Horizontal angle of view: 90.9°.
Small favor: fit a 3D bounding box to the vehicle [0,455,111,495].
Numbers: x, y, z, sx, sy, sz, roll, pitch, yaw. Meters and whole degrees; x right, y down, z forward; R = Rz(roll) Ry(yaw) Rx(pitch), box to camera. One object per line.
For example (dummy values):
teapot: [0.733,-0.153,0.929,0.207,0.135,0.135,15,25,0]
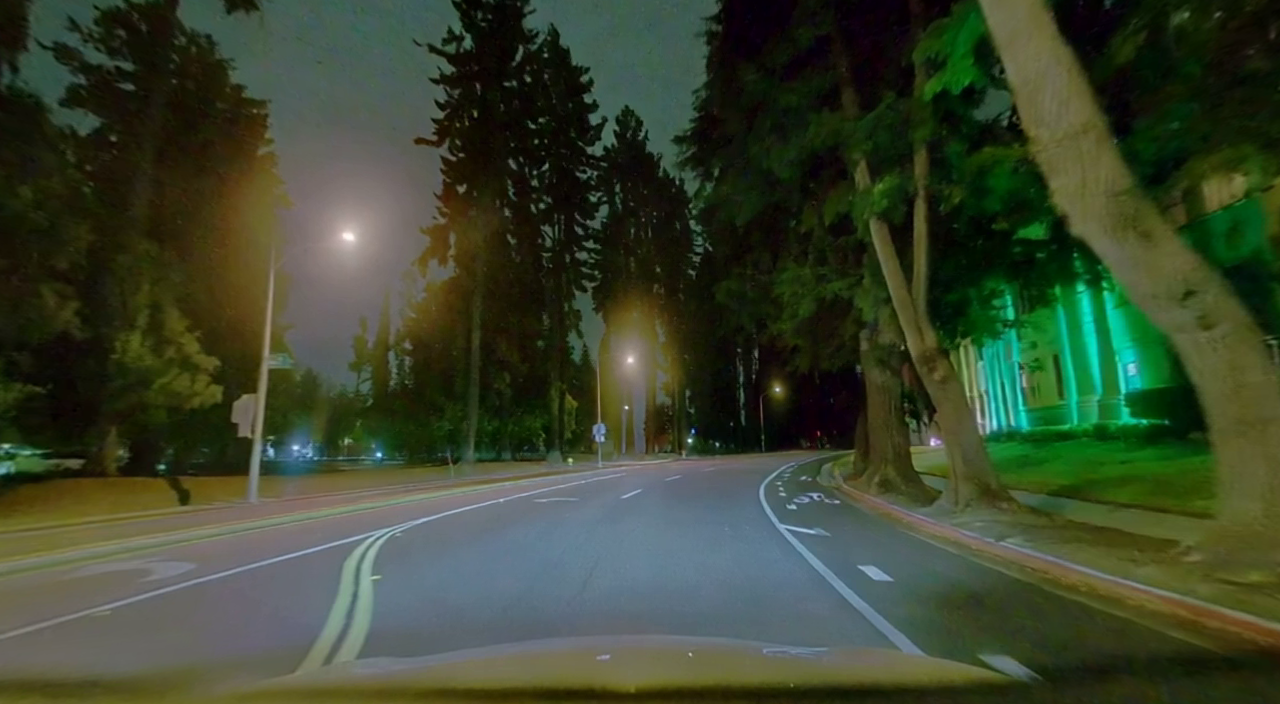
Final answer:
vehicle: [-38.414,8.028,41.228,6.662,2.398,2.719,-5,-11,22]
